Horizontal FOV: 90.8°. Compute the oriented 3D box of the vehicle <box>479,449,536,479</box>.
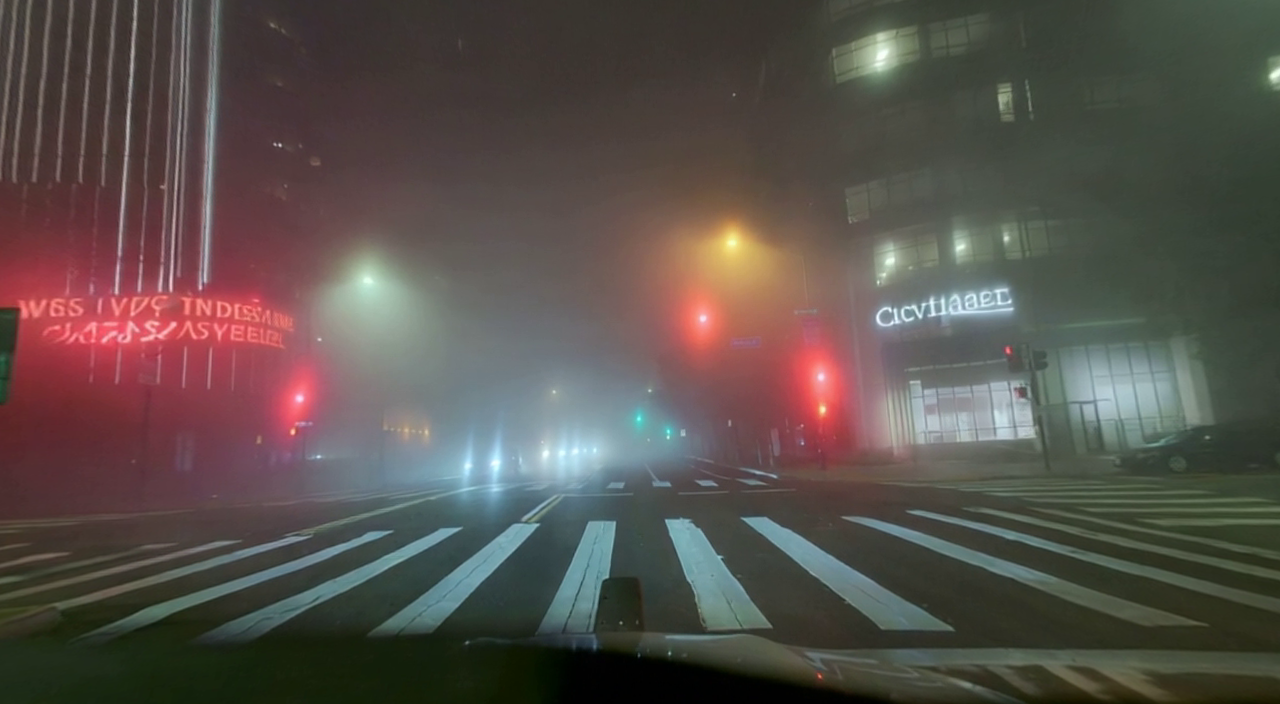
[{"bbox_3d":[-6.932,5.887,33.501,1.893,1.451,4.276,-1,-9,3],"label":"vehicle"}]
